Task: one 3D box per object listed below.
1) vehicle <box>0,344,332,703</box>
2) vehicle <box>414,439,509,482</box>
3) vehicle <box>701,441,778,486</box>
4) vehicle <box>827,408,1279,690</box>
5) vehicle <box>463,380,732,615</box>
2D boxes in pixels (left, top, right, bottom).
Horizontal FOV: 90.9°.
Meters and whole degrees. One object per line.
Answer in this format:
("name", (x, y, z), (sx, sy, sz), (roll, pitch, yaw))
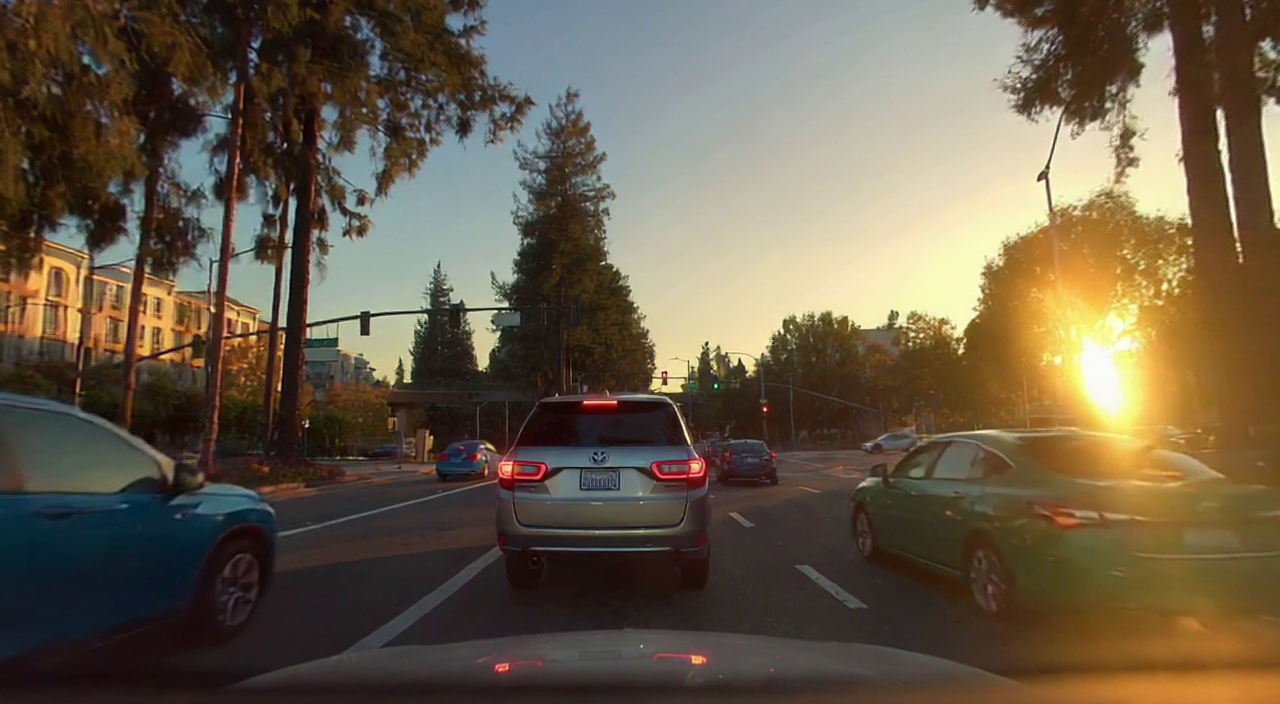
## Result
("vehicle", (-3.677, 0.863, 2.928), (2.160, 1.666, 4.583), (0, -8, 0))
("vehicle", (-6.740, 4.150, 24.423), (2.060, 1.473, 4.950), (0, -8, 2))
("vehicle", (3.404, 3.893, 22.392), (2.104, 1.441, 4.240), (0, -8, 1))
("vehicle", (3.363, 1.369, 5.546), (2.121, 1.494, 4.208), (0, -8, 0))
("vehicle", (-0.327, 1.439, 7.102), (2.064, 1.817, 4.298), (0, -8, 0))
